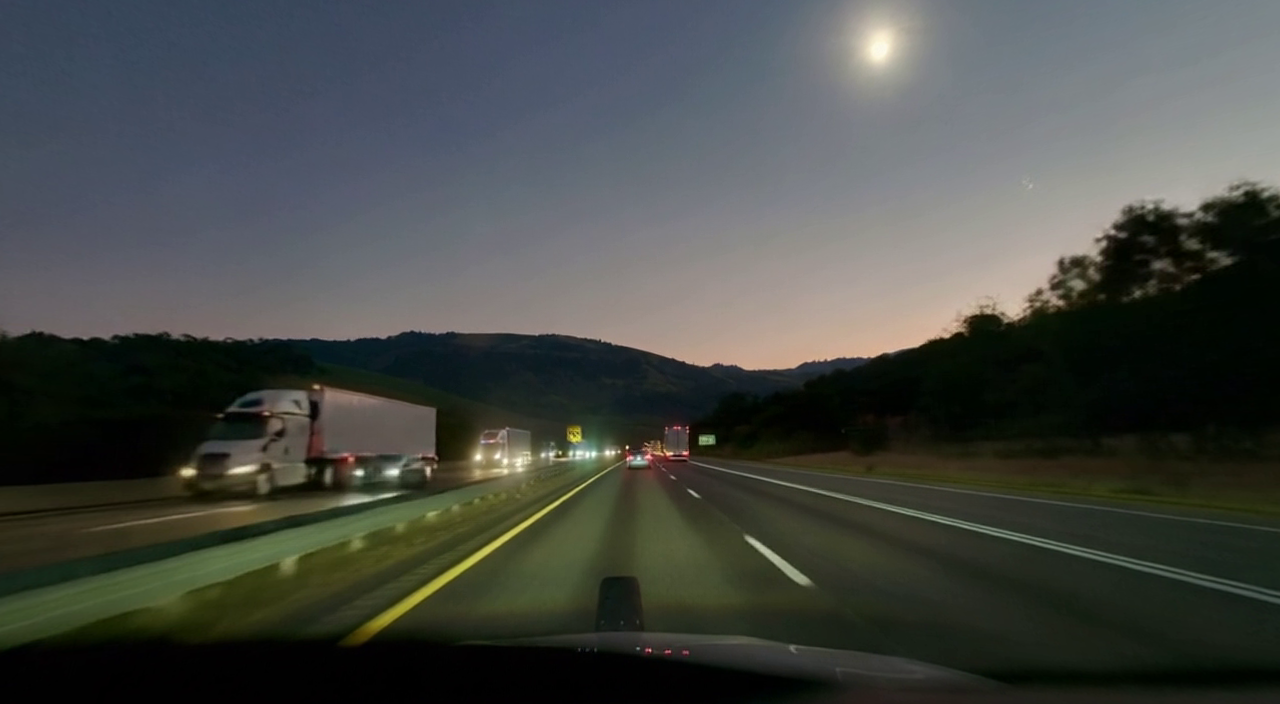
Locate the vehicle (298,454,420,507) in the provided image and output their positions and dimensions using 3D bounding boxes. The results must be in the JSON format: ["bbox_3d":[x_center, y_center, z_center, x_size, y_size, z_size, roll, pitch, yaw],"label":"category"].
[{"bbox_3d":[-8.825,4.026,20.265,1.912,1.462,4.317,0,-9,0],"label":"vehicle"}]

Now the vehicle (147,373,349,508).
[{"bbox_3d":[-12.928,3.045,21.619,2.949,3.947,5.850,0,-9,0],"label":"vehicle"}]

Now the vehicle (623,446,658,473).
[{"bbox_3d":[0.019,7.025,41.489,2.137,1.689,4.051,0,-9,0],"label":"vehicle"}]
